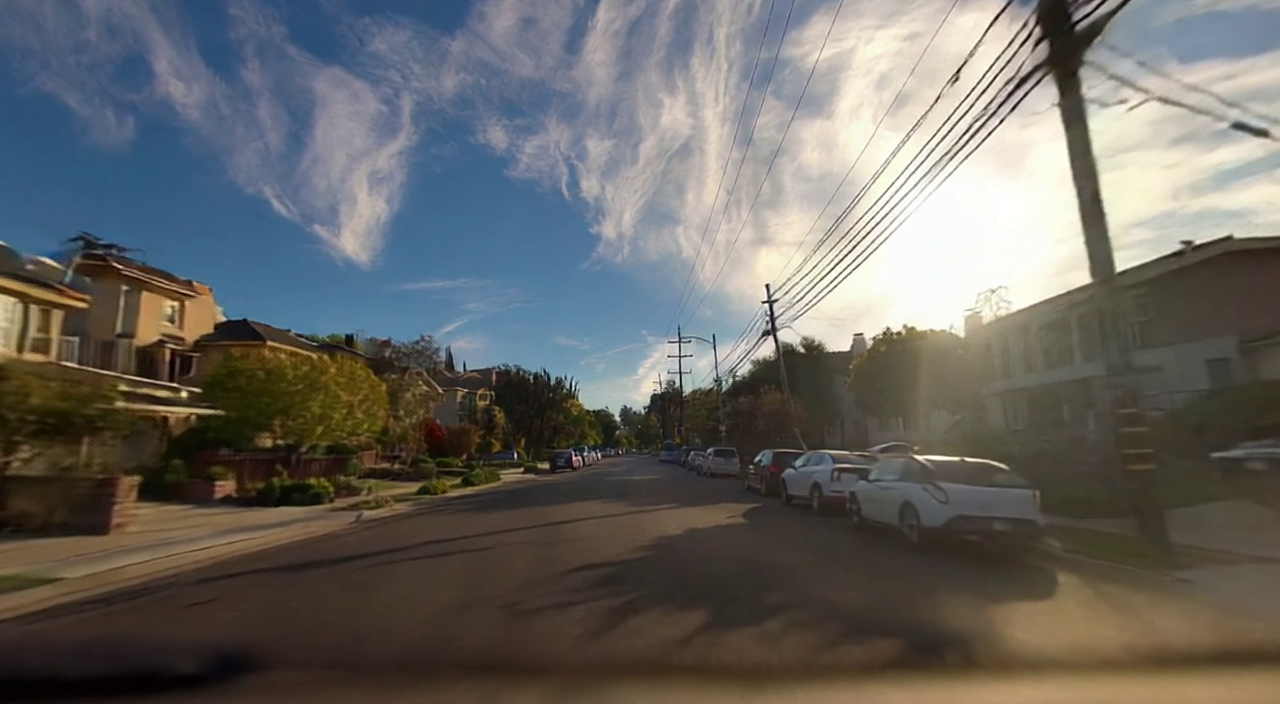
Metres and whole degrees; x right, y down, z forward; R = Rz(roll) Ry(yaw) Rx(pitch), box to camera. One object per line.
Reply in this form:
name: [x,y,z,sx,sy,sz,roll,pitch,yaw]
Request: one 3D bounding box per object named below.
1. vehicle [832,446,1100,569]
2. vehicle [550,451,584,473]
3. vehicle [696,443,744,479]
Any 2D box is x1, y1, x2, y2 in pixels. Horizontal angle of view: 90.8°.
vehicle: [4.670,2.240,10.024,1.859,1.469,4.550,0,-9,1]
vehicle: [-5.465,8.241,47.404,2.031,1.468,4.165,-2,-9,0]
vehicle: [4.502,6.212,36.239,2.086,1.885,4.323,0,-9,-1]
